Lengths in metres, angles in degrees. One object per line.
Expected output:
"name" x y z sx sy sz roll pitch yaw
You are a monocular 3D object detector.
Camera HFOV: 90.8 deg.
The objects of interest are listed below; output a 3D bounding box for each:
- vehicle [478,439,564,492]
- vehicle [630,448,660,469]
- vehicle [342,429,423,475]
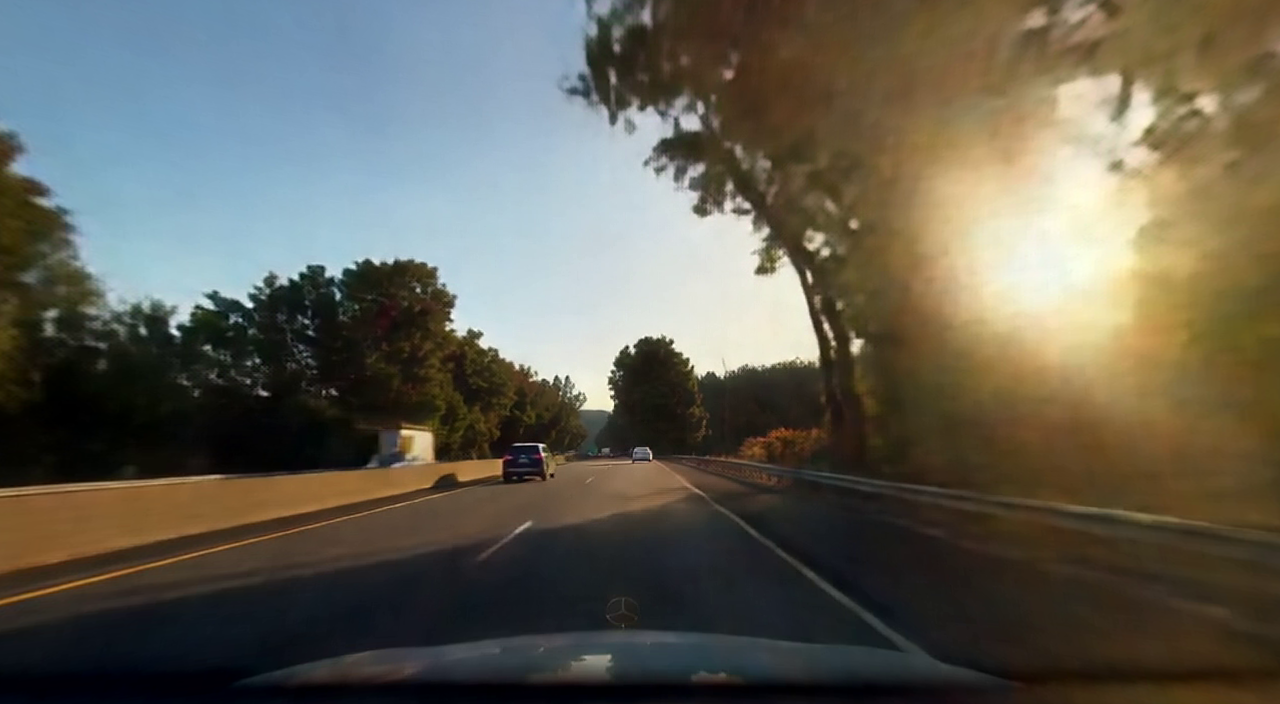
"vehicle" -4.029 3.925 22.151 2.100 1.667 4.223 0 -9 1
"vehicle" 0.300 7.677 45.747 2.046 1.452 4.407 0 -9 -1
"vehicle" -16.532 6.474 41.071 2.419 2.745 6.688 0 -9 0
